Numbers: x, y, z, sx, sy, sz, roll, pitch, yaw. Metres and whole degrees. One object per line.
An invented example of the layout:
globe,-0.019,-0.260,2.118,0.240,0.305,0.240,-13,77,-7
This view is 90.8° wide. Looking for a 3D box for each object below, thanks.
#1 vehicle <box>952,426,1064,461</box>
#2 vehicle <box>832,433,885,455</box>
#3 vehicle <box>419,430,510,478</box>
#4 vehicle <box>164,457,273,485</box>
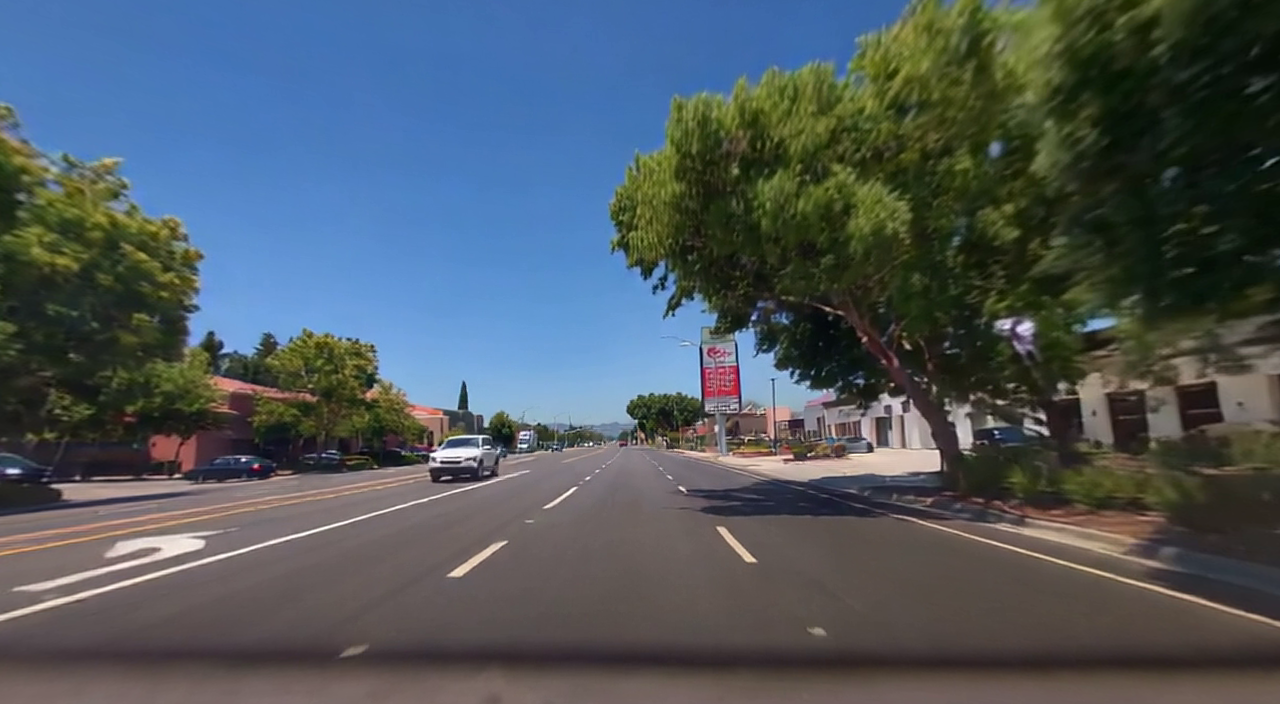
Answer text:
vehicle,16.747,4.164,28.750,4.647,1.514,1.891,4,-9,-23
vehicle,16.830,7.102,48.554,4.277,1.605,1.920,7,-11,-41
vehicle,-7.616,4.516,28.250,2.452,1.905,6.188,0,-8,-1
vehicle,-23.136,6.537,34.820,4.578,1.448,1.904,0,-8,-2
